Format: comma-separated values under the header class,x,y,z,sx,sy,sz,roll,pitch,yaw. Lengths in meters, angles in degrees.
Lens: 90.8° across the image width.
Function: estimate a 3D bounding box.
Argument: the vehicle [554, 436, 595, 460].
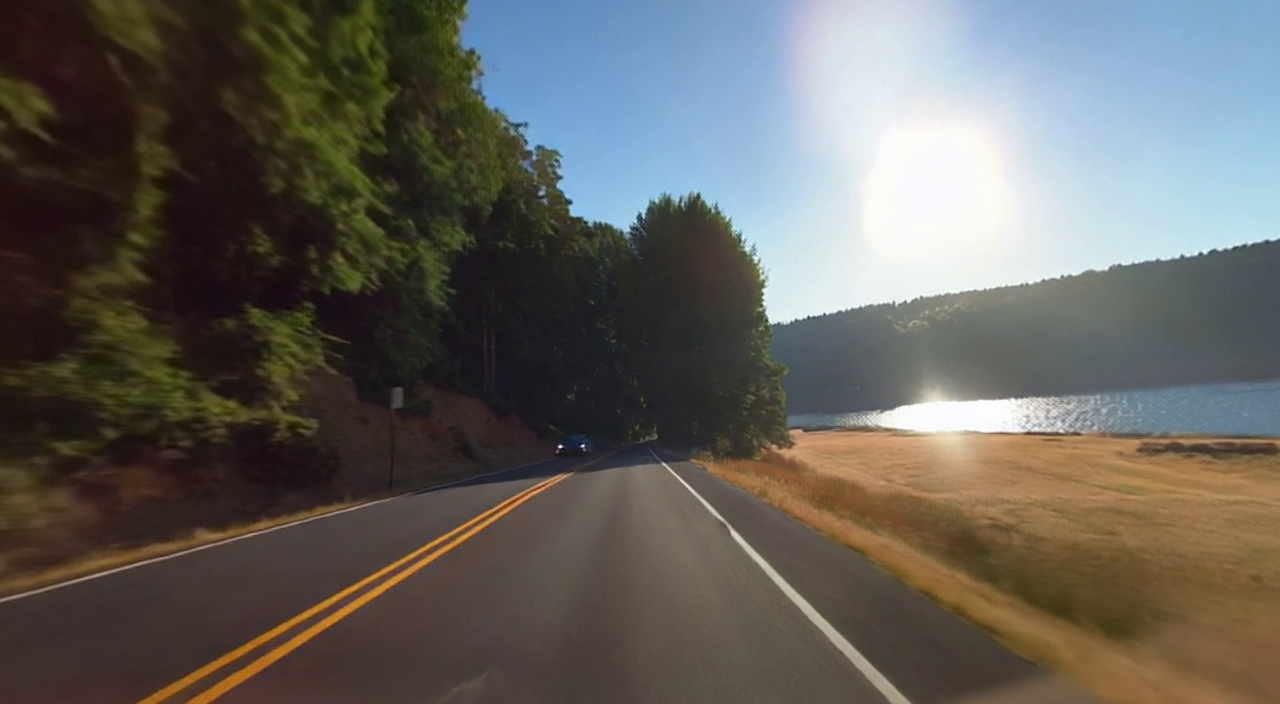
class,x,y,z,sx,sy,sz,roll,pitch,yaw
vehicle,-4.403,6.525,43.180,2.179,1.579,4.637,0,-8,1
